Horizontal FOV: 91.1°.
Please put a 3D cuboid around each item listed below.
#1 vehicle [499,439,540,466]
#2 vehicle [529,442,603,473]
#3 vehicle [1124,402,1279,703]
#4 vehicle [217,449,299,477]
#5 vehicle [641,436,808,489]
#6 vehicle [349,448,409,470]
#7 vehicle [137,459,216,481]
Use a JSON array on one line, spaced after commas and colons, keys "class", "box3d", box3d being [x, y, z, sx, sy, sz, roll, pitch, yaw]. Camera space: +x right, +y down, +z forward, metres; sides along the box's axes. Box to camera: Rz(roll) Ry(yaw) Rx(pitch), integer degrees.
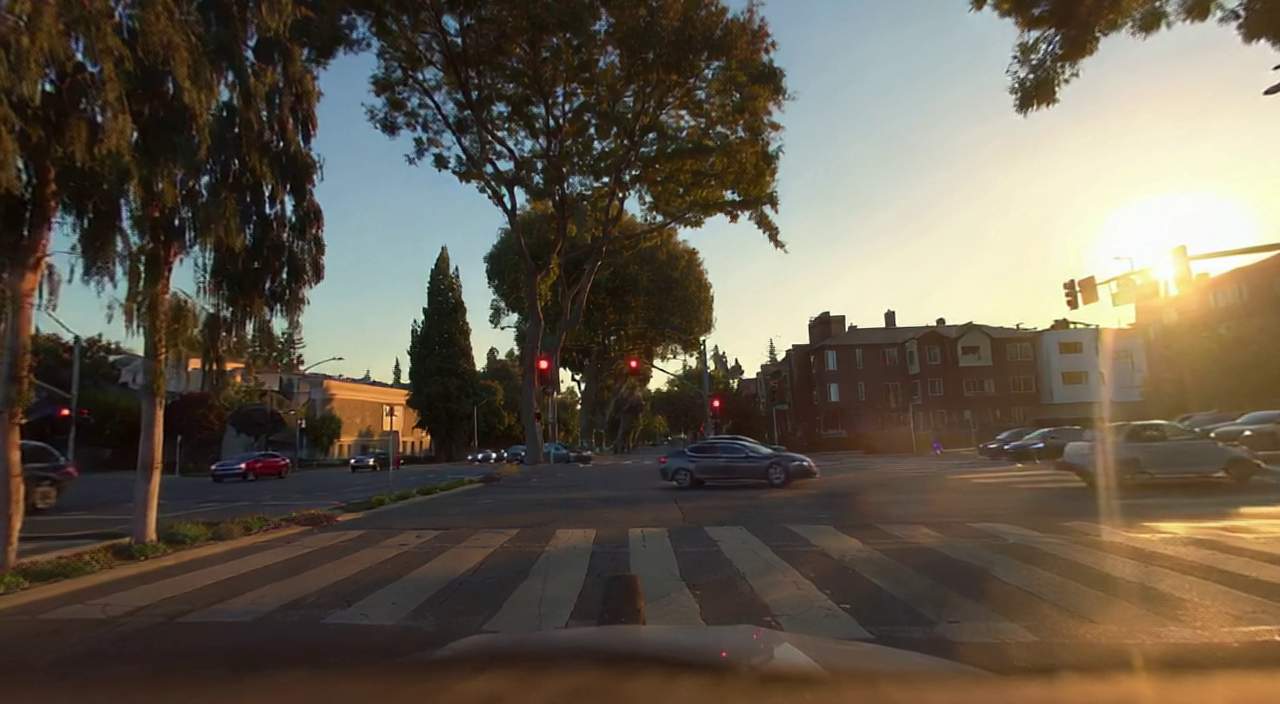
[{"class": "vehicle", "box3d": [-8.462, 7.100, 44.562, 2.276, 1.842, 4.958, 1, -8, -4]}, {"class": "vehicle", "box3d": [-4.128, 5.722, 34.317, 2.006, 1.515, 5.017, 5, -10, -31]}, {"class": "vehicle", "box3d": [3.097, 0.656, 0.422, 1.990, 1.454, 4.490, 0, -8, 1]}, {"class": "vehicle", "box3d": [-21.730, 6.325, 35.951, 1.853, 1.456, 4.531, 0, -8, 0]}, {"class": "vehicle", "box3d": [2.582, 3.372, 19.456, 4.719, 1.449, 2.026, -4, -9, 27]}, {"class": "vehicle", "box3d": [-18.446, 7.555, 44.564, 2.203, 1.471, 4.723, 0, -8, 0]}, {"class": "vehicle", "box3d": [-31.095, 7.900, 42.187, 1.648, 1.330, 3.857, -4, -10, 28]}]
